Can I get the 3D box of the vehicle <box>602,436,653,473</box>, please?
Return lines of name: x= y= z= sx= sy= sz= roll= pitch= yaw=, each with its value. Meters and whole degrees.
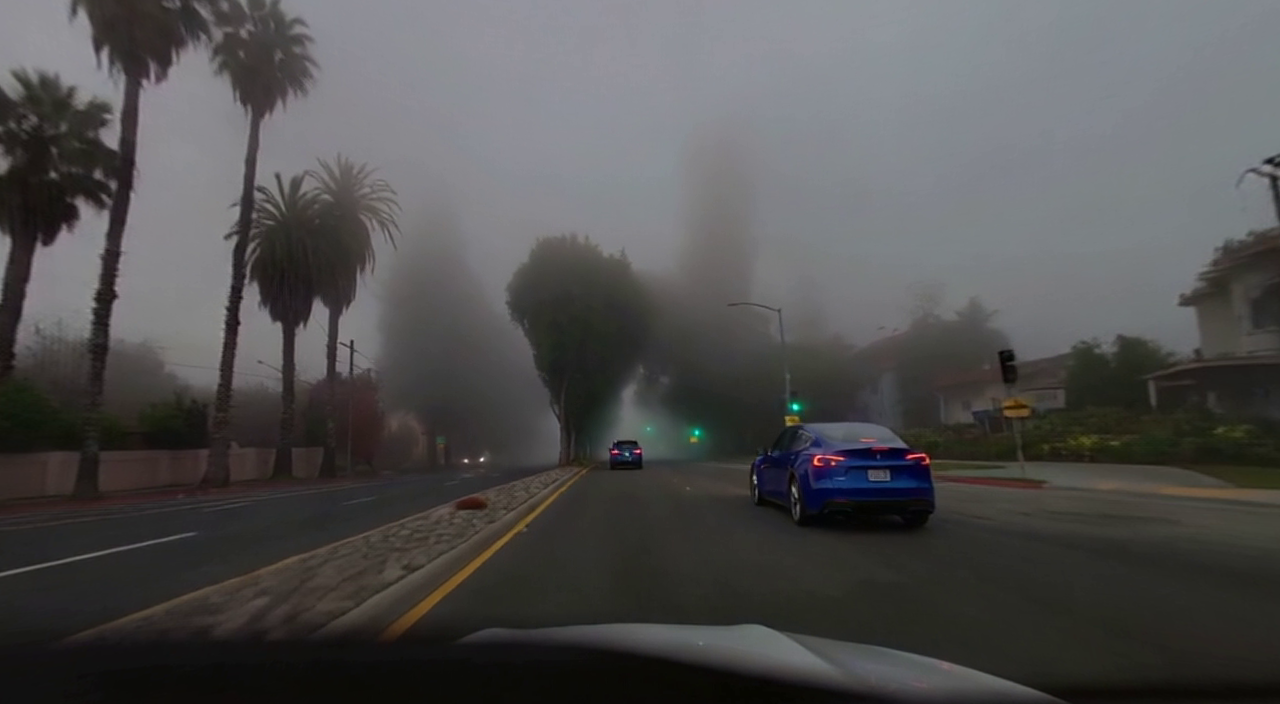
vehicle: x=-0.660 y=5.079 z=31.460 sx=2.341 sy=1.709 sz=4.466 roll=0 pitch=-8 yaw=-2

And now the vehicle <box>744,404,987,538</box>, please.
vehicle: x=3.521 y=2.007 z=11.268 sx=2.205 sy=1.803 sz=5.135 roll=0 pitch=-9 yaw=-3
